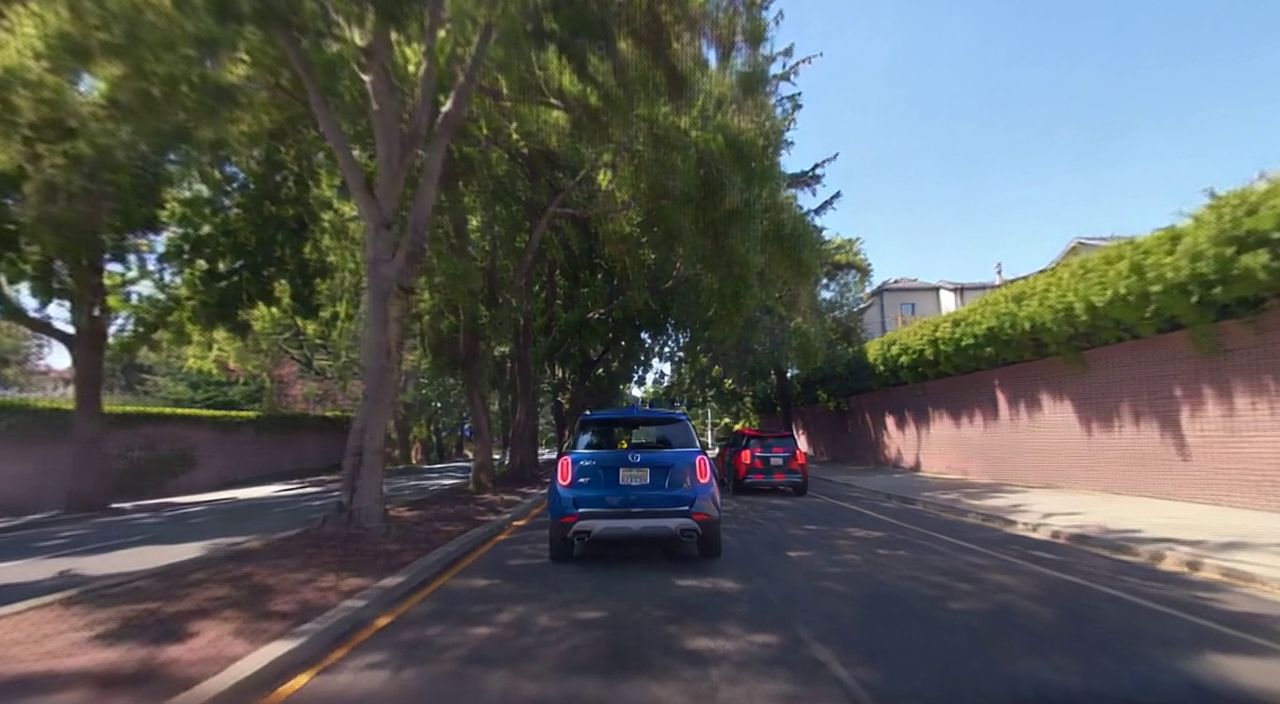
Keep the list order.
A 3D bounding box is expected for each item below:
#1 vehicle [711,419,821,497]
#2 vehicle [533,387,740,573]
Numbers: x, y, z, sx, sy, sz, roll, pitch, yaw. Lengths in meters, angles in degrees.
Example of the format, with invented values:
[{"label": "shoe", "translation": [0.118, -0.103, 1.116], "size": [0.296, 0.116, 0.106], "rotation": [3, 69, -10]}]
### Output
[{"label": "vehicle", "translation": [3.056, 2.690, 16.255], "size": [1.840, 1.709, 4.202], "rotation": [0, -8, -2]}, {"label": "vehicle", "translation": [-0.083, 1.468, 7.732], "size": [1.984, 1.777, 3.148], "rotation": [0, -8, -2]}]
